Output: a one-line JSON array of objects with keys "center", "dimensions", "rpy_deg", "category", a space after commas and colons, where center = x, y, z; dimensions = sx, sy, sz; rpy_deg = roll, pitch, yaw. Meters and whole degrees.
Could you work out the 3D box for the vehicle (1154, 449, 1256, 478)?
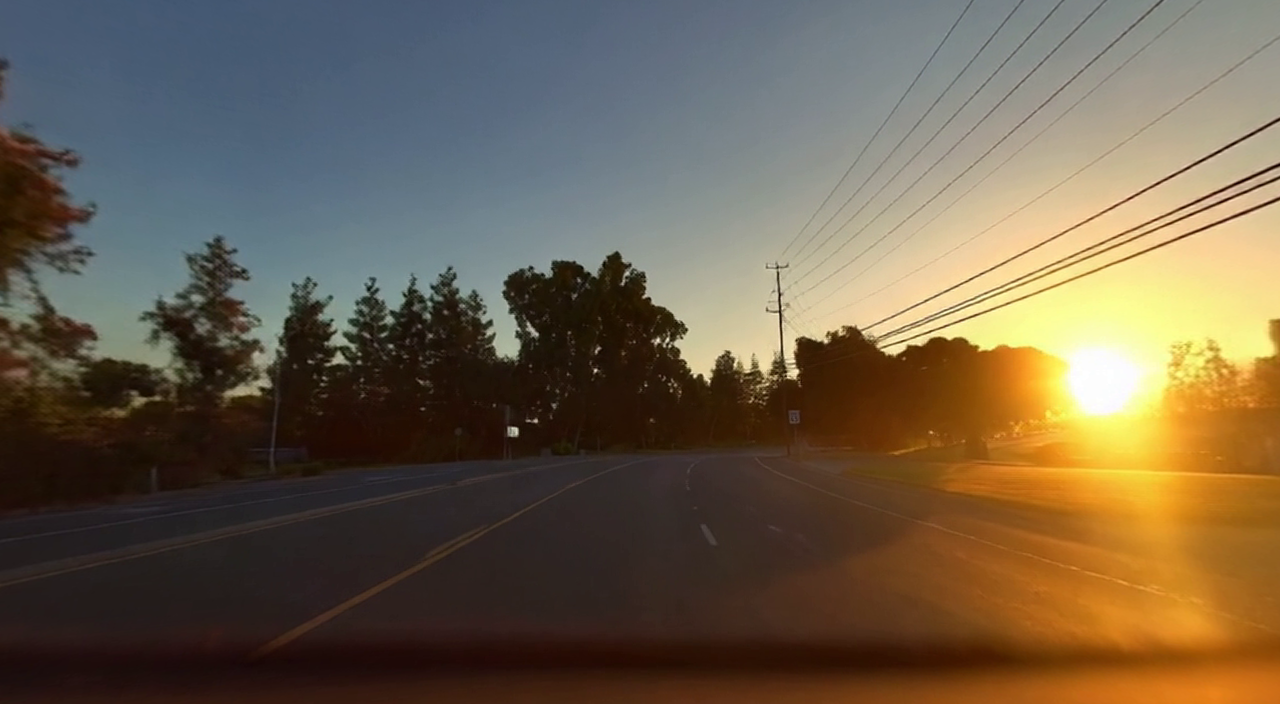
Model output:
[{"center": [30.495, 6.105, 34.338], "dimensions": [1.807, 1.443, 4.905], "rpy_deg": [0, -11, 12], "category": "vehicle"}]
